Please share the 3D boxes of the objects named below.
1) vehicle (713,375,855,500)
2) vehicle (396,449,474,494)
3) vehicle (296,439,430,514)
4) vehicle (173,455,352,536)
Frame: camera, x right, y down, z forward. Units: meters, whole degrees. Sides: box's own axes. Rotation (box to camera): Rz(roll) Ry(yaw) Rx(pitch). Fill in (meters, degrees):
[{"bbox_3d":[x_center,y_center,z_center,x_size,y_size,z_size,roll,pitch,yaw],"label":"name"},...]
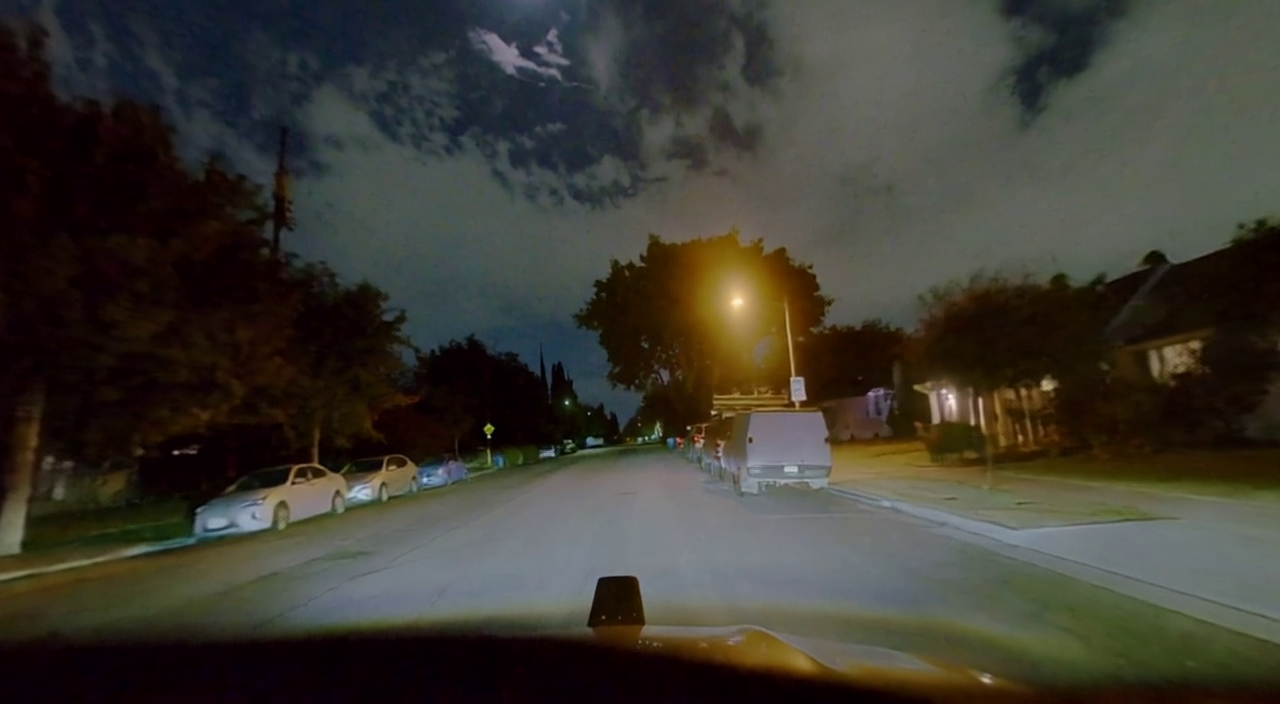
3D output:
[{"bbox_3d":[3.068,1.987,14.467,2.233,2.453,3.787,0,-9,-1],"label":"vehicle"},{"bbox_3d":[-8.390,4.863,26.167,1.839,1.384,4.124,-8,-8,-2],"label":"vehicle"},{"bbox_3d":[-8.567,3.810,20.063,2.163,1.841,4.679,-6,-8,-2],"label":"vehicle"},{"bbox_3d":[-8.388,3.176,14.555,1.821,1.476,4.060,-2,-9,-3],"label":"vehicle"}]
